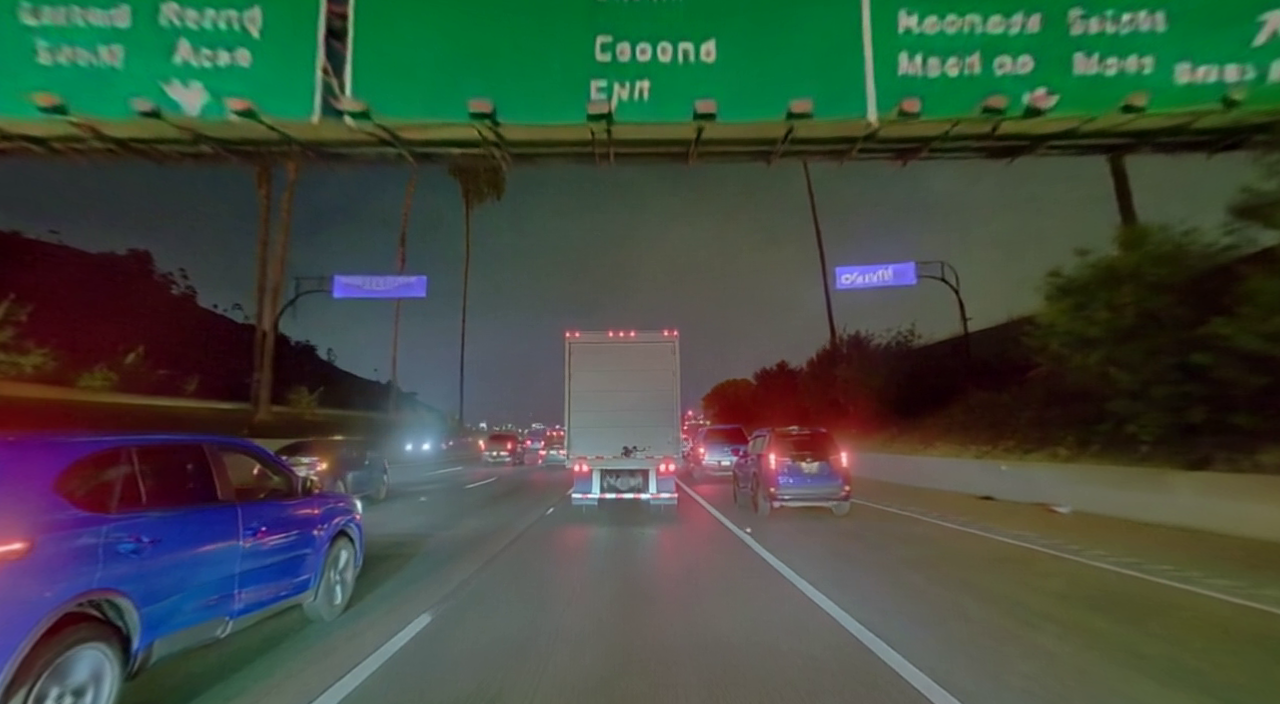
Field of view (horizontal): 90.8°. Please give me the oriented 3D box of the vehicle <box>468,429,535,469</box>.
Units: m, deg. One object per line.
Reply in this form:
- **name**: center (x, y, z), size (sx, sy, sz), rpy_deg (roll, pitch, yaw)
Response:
- **vehicle**: center (-7.284, 5.190, 33.962), size (2.344, 1.954, 5.579), rpy_deg (0, -9, 0)

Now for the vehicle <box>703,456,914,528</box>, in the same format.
- **vehicle**: center (2.949, 2.678, 12.832), size (2.635, 1.036, 5.568), rpy_deg (0, -9, -2)

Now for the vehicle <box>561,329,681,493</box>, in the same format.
- **vehicle**: center (-0.460, 2.225, 20.897), size (2.906, 4.040, 10.743), rpy_deg (0, -9, 0)

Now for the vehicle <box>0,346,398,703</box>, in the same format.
- **vehicle**: center (-3.218, 1.063, 3.819), size (1.885, 1.654, 4.103), rpy_deg (0, -9, 0)

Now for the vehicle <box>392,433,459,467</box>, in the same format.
- **vehicle**: center (-15.758, 7.274, 46.870), size (2.716, 2.322, 6.333), rpy_deg (0, -9, 0)
